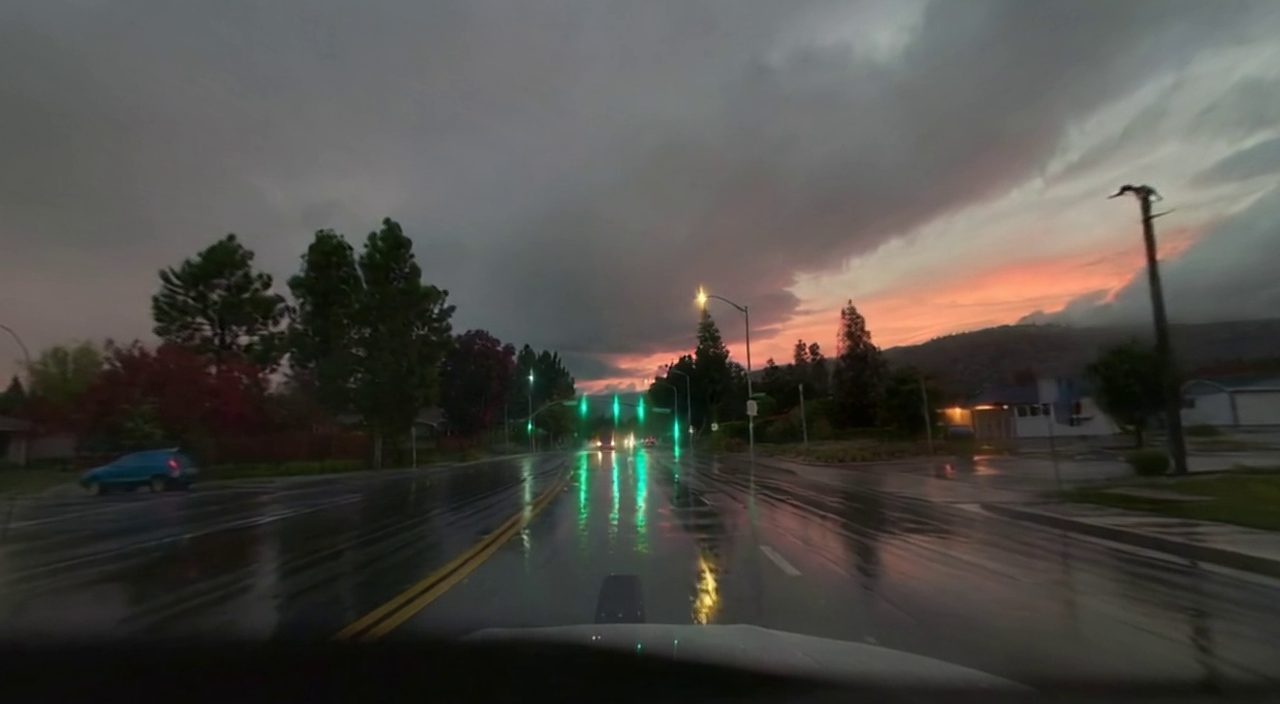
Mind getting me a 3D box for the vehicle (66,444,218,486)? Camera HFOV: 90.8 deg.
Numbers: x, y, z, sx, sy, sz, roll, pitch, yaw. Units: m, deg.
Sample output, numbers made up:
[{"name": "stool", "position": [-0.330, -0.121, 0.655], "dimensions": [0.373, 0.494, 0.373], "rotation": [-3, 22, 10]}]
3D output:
[{"name": "vehicle", "position": [-25.771, 5.777, 32.954], "dimensions": [2.239, 1.961, 5.660], "rotation": [-5, -10, 33]}]
